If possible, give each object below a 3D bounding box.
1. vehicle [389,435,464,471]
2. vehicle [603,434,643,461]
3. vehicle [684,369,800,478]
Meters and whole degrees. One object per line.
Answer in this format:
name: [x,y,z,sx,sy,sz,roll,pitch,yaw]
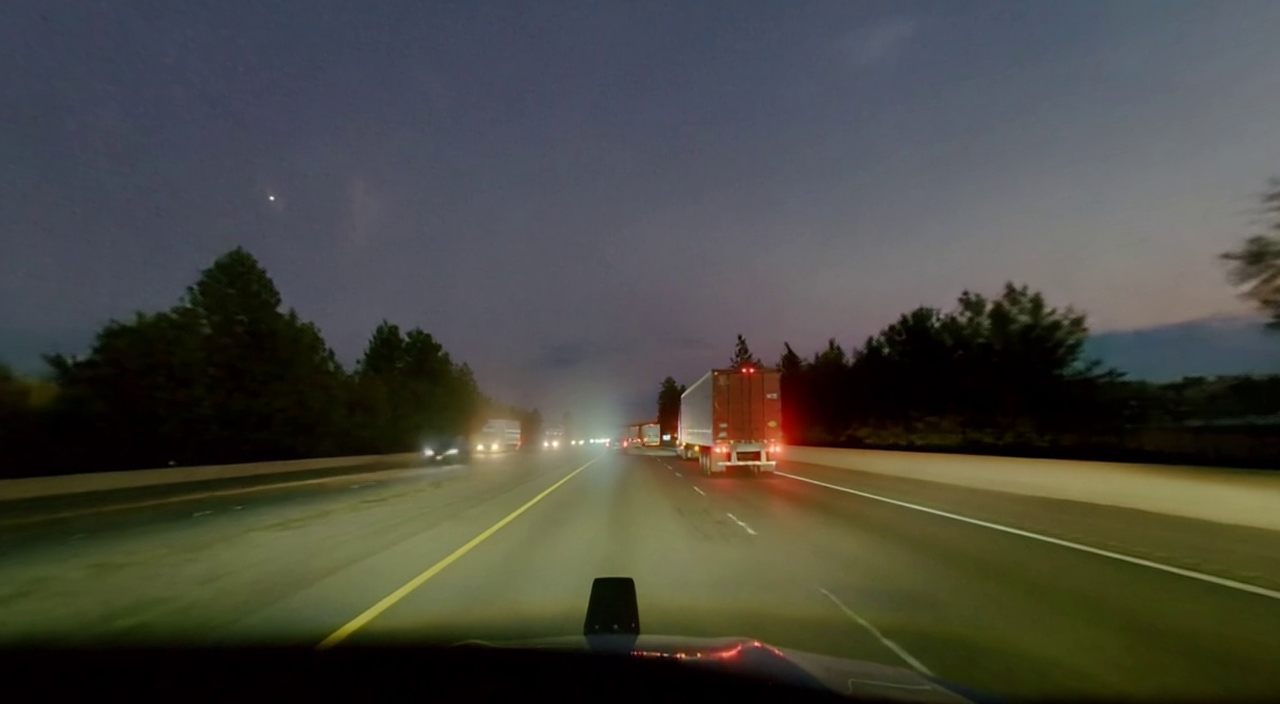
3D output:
vehicle: [-9.602,4.561,28.739,1.910,1.492,4.302,0,-8,-1]
vehicle: [-1.009,5.630,37.431,2.259,1.466,3.693,0,-8,-1]
vehicle: [3.616,2.860,24.728,2.921,3.526,8.207,0,-8,-2]
